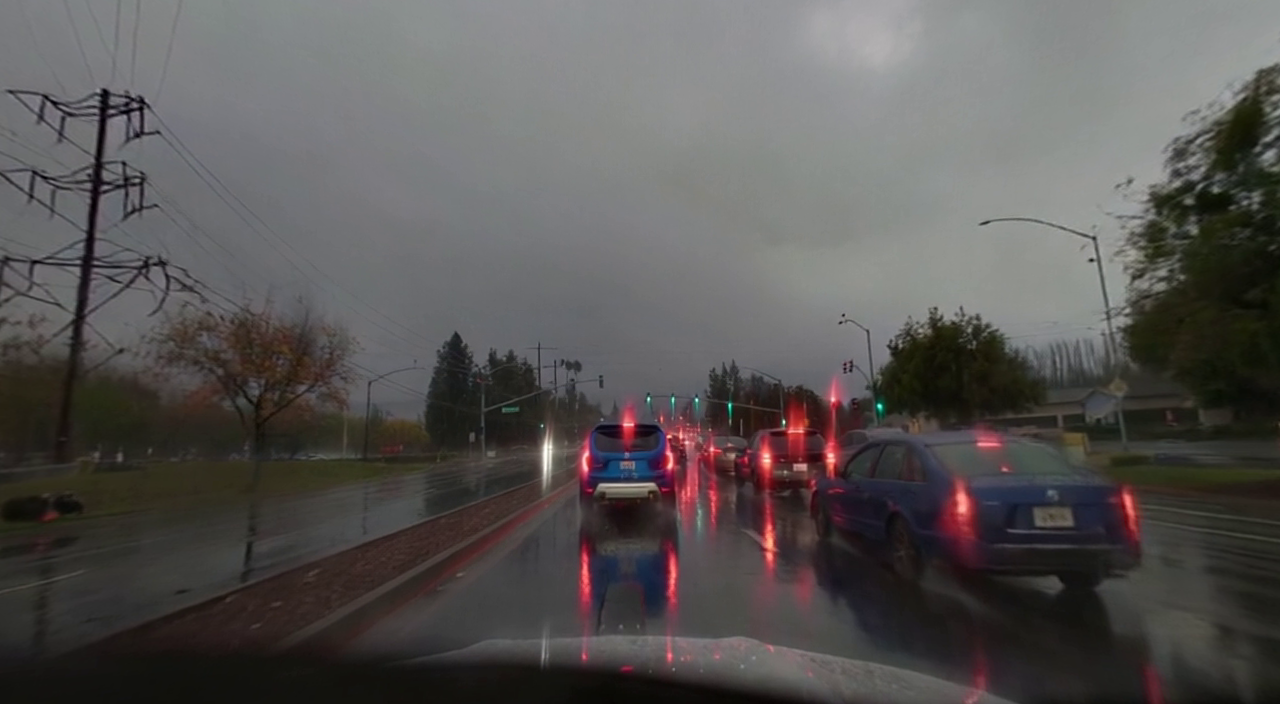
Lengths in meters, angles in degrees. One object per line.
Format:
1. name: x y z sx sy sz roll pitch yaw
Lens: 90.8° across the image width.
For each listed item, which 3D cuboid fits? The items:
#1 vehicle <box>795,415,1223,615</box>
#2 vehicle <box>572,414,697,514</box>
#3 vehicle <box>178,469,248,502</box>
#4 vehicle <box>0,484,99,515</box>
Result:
1. vehicle: 3.303 1.543 6.998 1.984 1.462 4.513 0 -9 0
2. vehicle: -0.140 2.378 13.839 2.300 1.821 4.254 0 -9 -1
3. vehicle: -24.998 7.760 36.936 3.826 1.522 1.741 -2 -8 30
4. vehicle: -33.361 8.329 35.777 3.637 1.483 2.007 -1 -7 1
